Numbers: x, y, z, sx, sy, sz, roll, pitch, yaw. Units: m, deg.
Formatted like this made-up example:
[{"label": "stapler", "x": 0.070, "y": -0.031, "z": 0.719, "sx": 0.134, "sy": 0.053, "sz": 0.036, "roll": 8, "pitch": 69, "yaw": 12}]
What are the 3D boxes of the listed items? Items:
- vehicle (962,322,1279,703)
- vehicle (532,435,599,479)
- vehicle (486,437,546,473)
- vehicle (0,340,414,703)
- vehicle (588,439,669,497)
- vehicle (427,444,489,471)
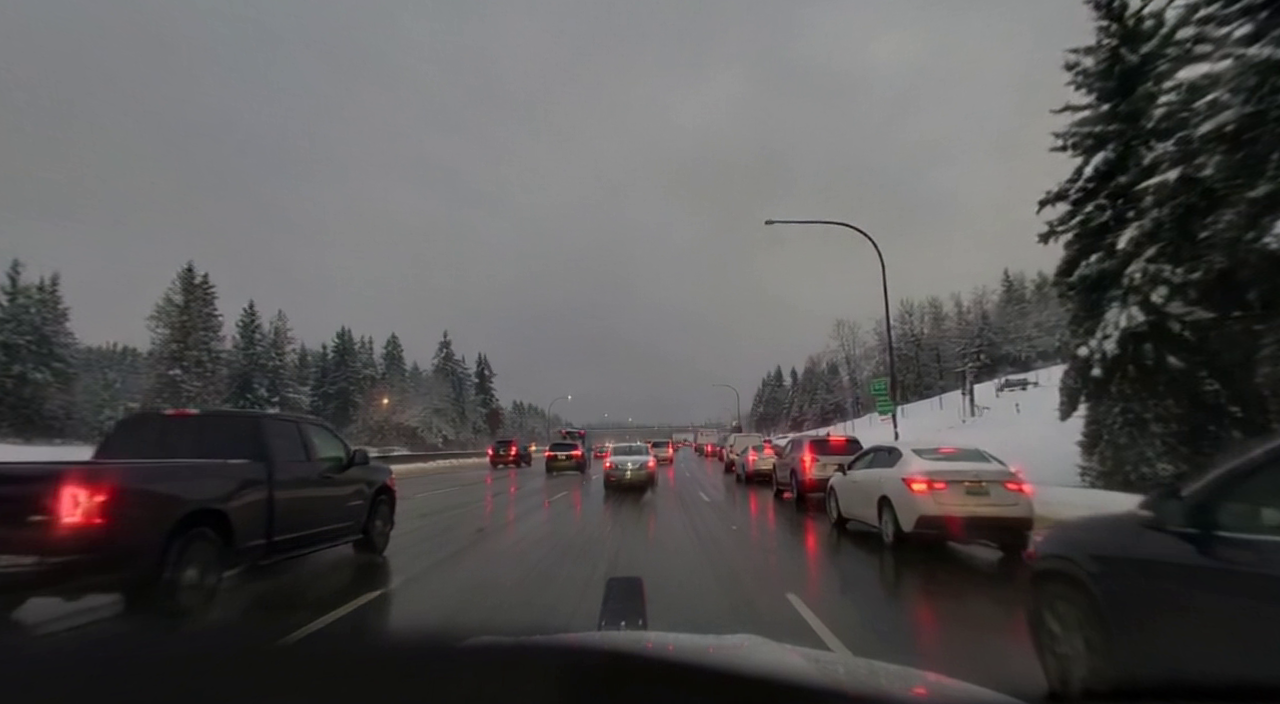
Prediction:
[{"label": "vehicle", "x": 2.743, "y": 0.633, "z": 1.020, "sx": 1.964, "sy": 1.631, "sz": 4.837, "roll": 0, "pitch": -8, "yaw": 1}, {"label": "vehicle", "x": -3.079, "y": 4.467, "z": 27.111, "sx": 2.153, "sy": 1.726, "sz": 4.546, "roll": -1, "pitch": -8, "yaw": 3}, {"label": "vehicle", "x": -6.394, "y": 5.349, "z": 32.936, "sx": 2.023, "sy": 1.693, "sz": 4.386, "roll": -1, "pitch": -8, "yaw": 3}, {"label": "vehicle", "x": -4.080, "y": 1.213, "z": 5.437, "sx": 2.110, "sy": 1.811, "sz": 5.585, "roll": 0, "pitch": -8, "yaw": 1}, {"label": "vehicle", "x": -0.237, "y": 3.250, "z": 18.136, "sx": 2.070, "sy": 1.456, "sz": 4.029, "roll": 0, "pitch": -8, "yaw": 2}, {"label": "vehicle", "x": -10.504, "y": 6.110, "z": 36.817, "sx": 1.903, "sy": 1.460, "sz": 4.958, "roll": -1, "pitch": -8, "yaw": 4}]
